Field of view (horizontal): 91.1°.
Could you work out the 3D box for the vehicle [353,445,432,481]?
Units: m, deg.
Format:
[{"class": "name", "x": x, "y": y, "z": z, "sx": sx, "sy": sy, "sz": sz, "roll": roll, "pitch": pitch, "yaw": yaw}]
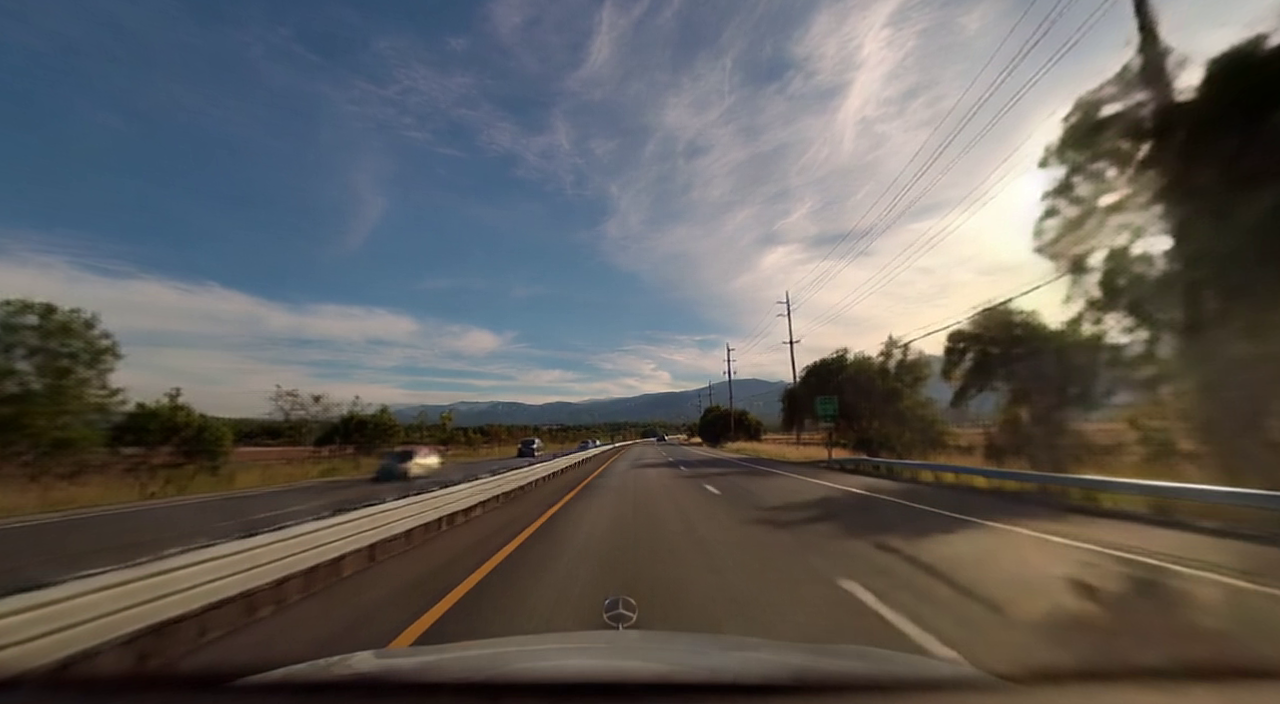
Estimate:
[{"class": "vehicle", "x": -11.061, "y": 4.960, "z": 28.354, "sx": 1.899, "sy": 1.437, "sz": 4.094, "roll": 0, "pitch": -8, "yaw": 0}]
